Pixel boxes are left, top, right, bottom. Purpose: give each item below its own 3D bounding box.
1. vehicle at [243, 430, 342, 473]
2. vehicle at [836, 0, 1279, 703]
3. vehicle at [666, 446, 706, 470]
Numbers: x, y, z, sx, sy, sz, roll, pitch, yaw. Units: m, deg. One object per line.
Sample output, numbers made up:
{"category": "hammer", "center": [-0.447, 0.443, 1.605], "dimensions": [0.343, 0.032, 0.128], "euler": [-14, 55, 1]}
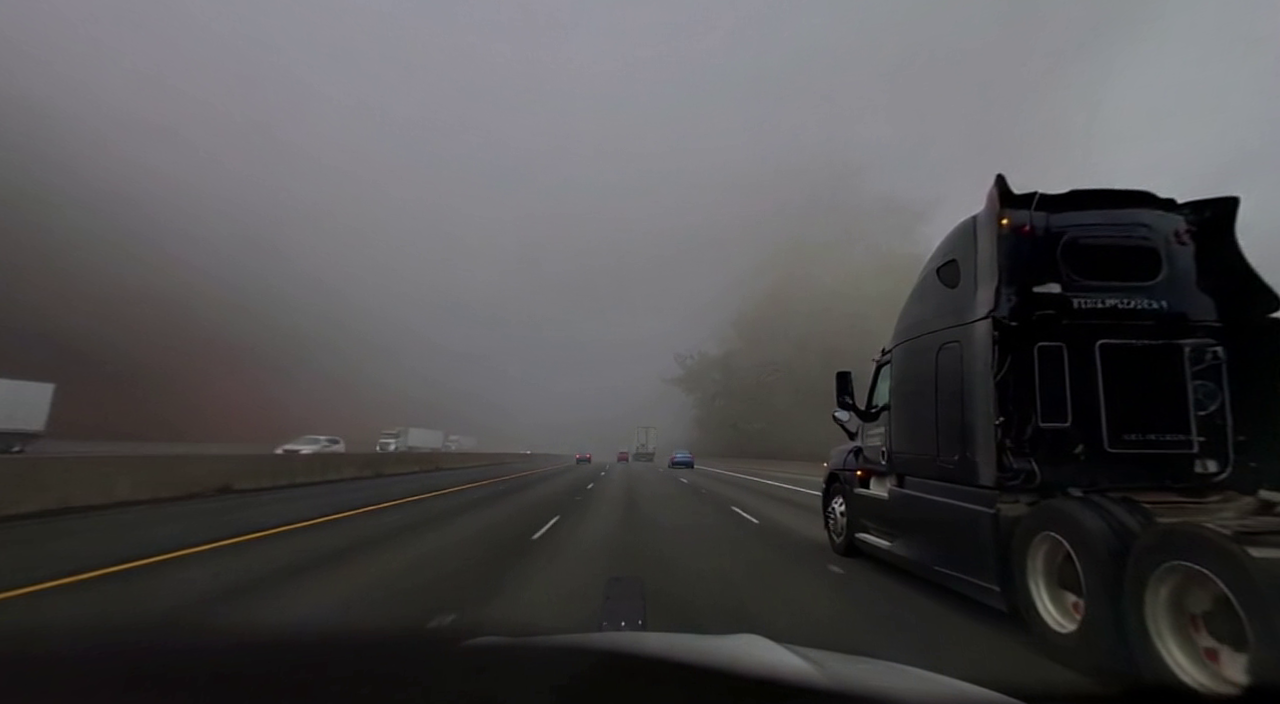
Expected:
{"category": "vehicle", "center": [-15.929, 4.604, 29.228], "dimensions": [1.936, 1.788, 4.763], "euler": [0, -9, -2]}
{"category": "vehicle", "center": [4.069, 0.165, 4.995], "dimensions": [2.981, 3.964, 6.019], "euler": [0, -9, 0]}
{"category": "vehicle", "center": [3.275, 7.684, 45.843], "dimensions": [2.246, 1.583, 4.813], "euler": [0, -9, -3]}
